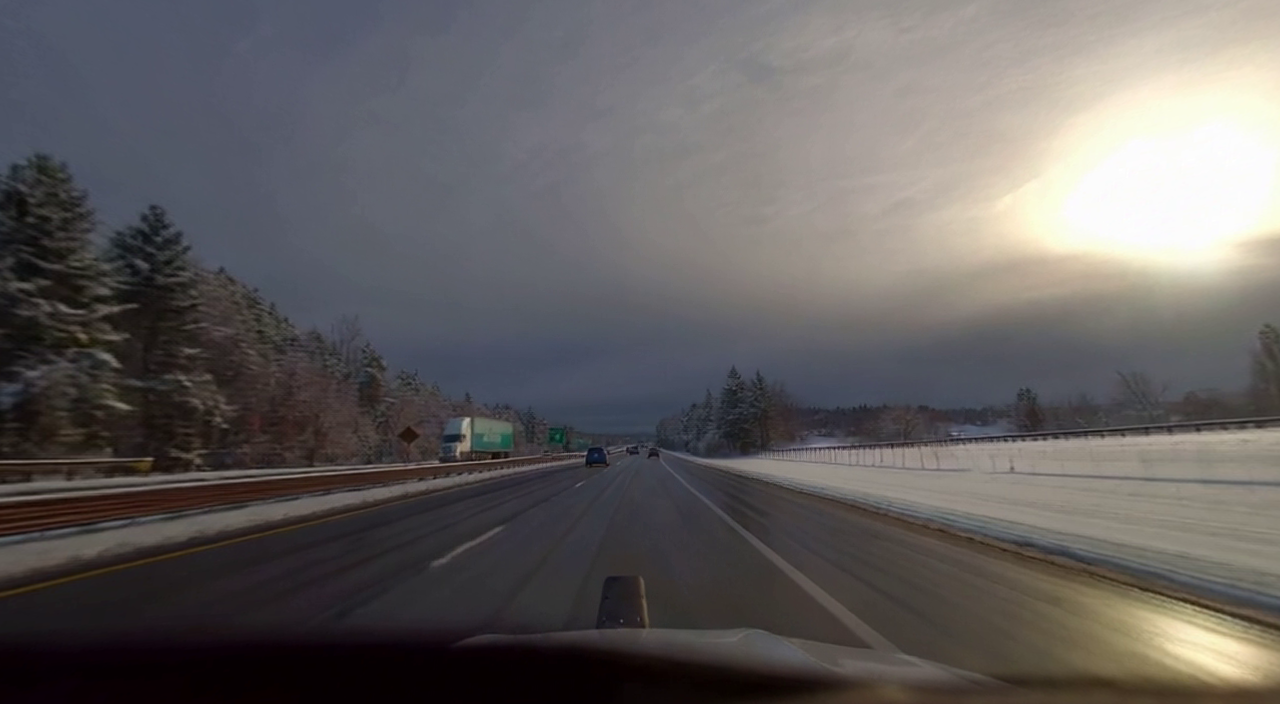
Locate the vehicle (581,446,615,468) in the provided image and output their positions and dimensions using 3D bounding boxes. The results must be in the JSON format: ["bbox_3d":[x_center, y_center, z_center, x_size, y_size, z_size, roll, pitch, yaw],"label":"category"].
[{"bbox_3d":[-3.037,7.686,46.372,2.088,1.586,4.000,0,-9,2],"label":"vehicle"}]
